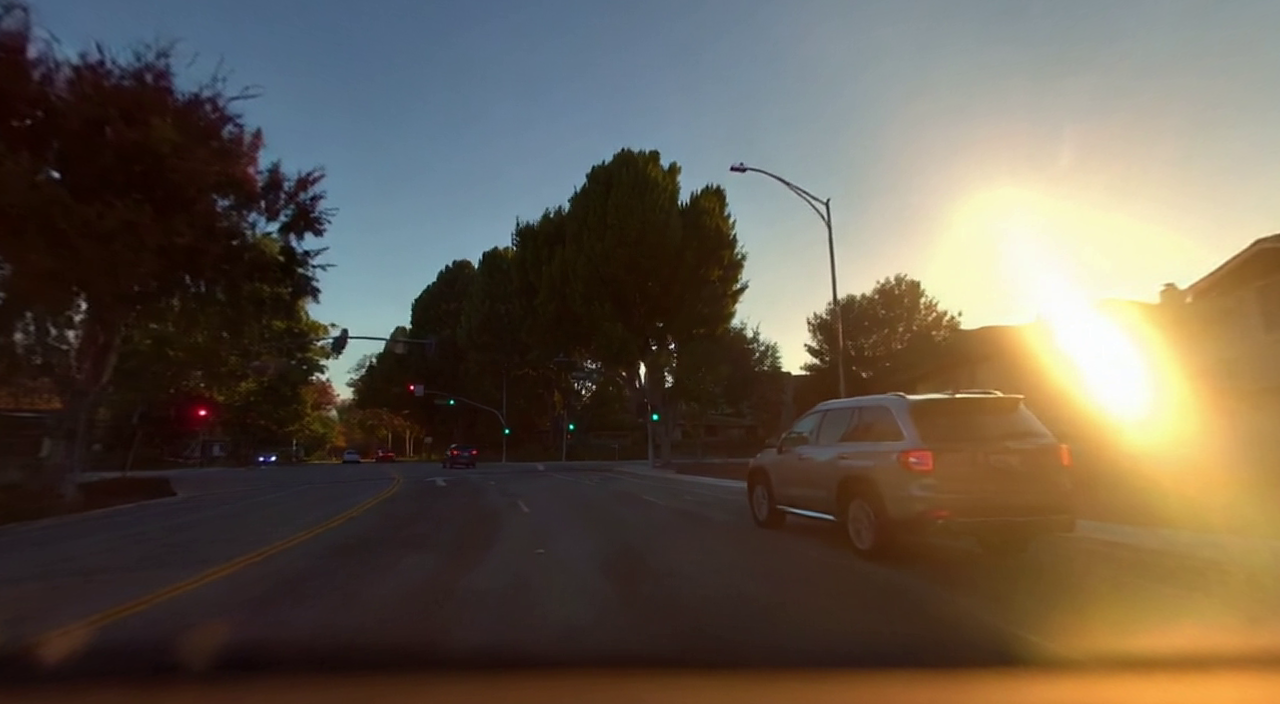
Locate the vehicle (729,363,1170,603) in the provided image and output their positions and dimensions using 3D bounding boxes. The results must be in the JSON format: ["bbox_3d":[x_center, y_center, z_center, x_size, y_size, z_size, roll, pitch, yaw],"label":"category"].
[{"bbox_3d":[3.201,1.542,8.431,2.338,2.063,5.592,1,-9,-10],"label":"vehicle"}]

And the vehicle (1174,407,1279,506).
[{"bbox_3d":[13.385,1.907,12.096,4.656,1.710,1.950,-1,-9,-7],"label":"vehicle"}]

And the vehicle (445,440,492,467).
[{"bbox_3d":[-11.551,6.778,42.245,2.138,1.729,4.178,4,-10,-27],"label":"vehicle"}]
